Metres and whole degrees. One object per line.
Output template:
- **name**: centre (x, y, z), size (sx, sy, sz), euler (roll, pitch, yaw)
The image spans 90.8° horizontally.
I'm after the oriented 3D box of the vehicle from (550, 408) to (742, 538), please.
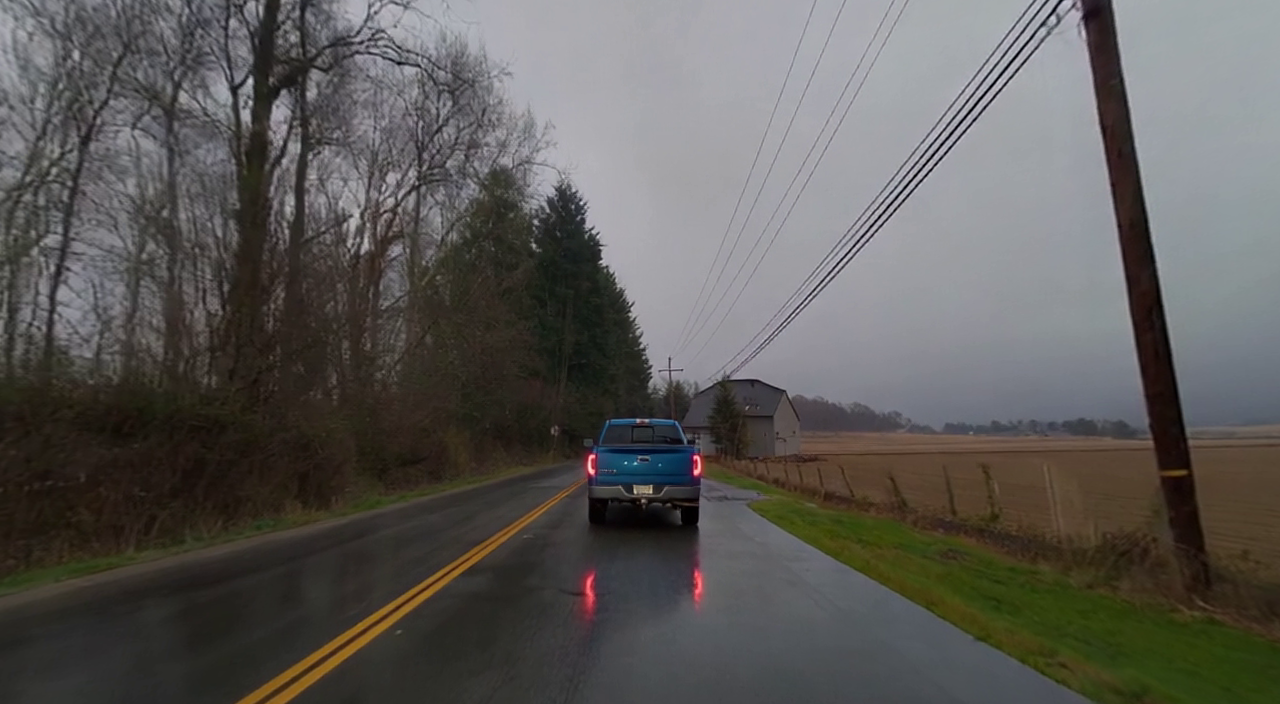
- **vehicle**: centre (0.035, 2.197, 12.153), size (2.774, 1.861, 5.885), euler (0, -9, -1)
